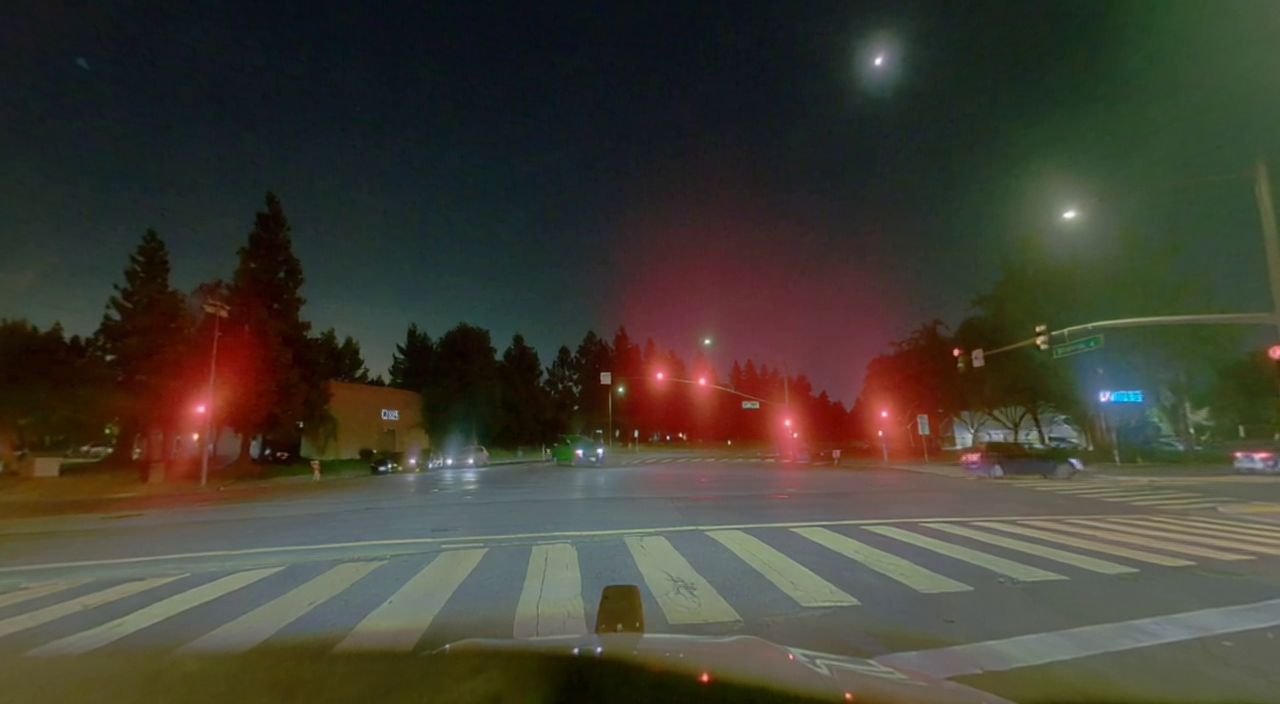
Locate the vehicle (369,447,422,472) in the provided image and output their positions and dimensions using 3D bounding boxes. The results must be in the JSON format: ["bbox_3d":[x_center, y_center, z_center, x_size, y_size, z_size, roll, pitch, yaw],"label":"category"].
[{"bbox_3d":[-16.250,7.134,42.239,1.883,1.586,4.297,0,-9,-1],"label":"vehicle"}]

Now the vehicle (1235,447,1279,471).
[{"bbox_3d":[40.668,6.812,40.467,4.522,1.460,2.097,4,-9,-26],"label":"vehicle"}]

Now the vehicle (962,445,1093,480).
[{"bbox_3d":[17.352,4.955,28.416,4.658,1.478,1.946,1,-9,-6],"label":"vehicle"}]

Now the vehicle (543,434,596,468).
[{"bbox_3d":[-4.395,6.060,38.778,2.289,1.927,5.667,2,-9,-16],"label":"vehicle"}]

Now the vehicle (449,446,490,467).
[{"bbox_3d":[-12.627,7.766,47.096,1.946,1.474,4.008,0,-9,0],"label":"vehicle"}]
